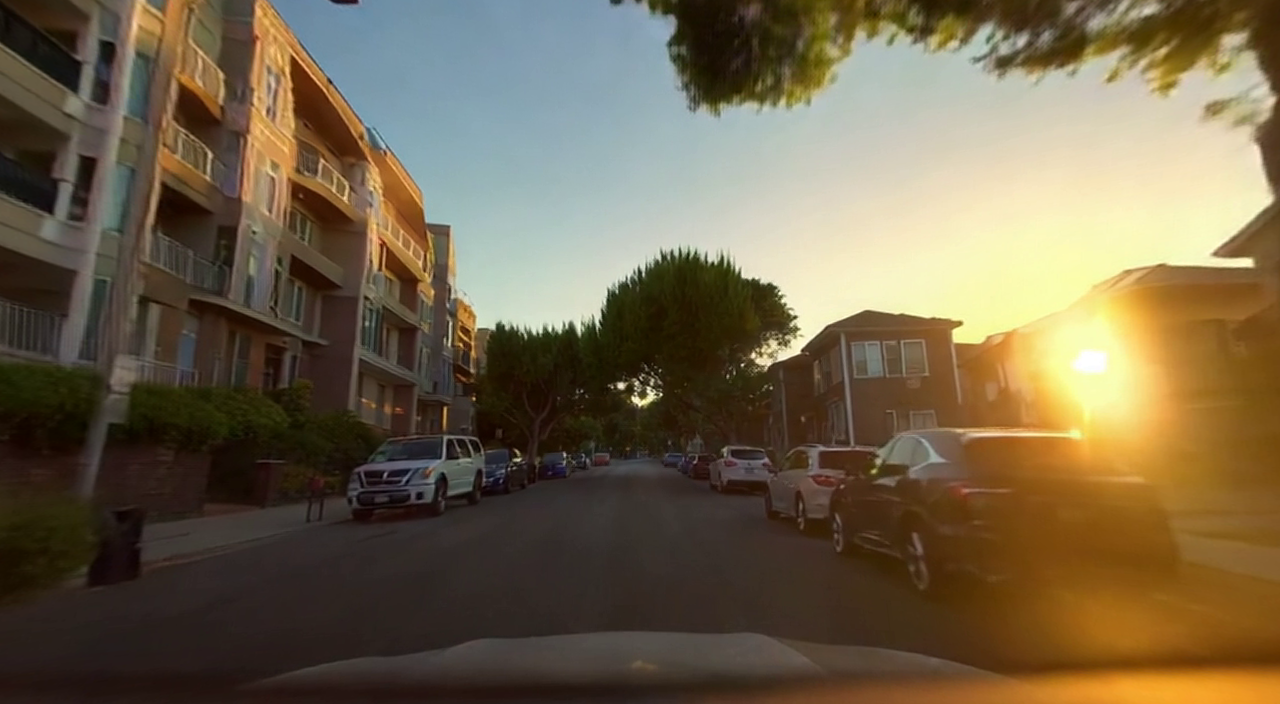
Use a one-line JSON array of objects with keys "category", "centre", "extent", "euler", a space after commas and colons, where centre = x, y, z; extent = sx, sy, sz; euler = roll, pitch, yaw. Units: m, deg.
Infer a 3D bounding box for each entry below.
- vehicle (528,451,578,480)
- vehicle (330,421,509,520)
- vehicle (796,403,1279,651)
[{"category": "vehicle", "centre": [-5.467, 7.193, 40.417], "extent": [2.222, 1.735, 5.215], "euler": [0, -9, 2]}, {"category": "vehicle", "centre": [-5.556, 3.160, 17.095], "extent": [2.596, 2.152, 5.689], "euler": [-1, -10, 2]}, {"category": "vehicle", "centre": [3.531, 1.668, 7.215], "extent": [2.216, 1.790, 5.077], "euler": [0, -9, 0]}]
